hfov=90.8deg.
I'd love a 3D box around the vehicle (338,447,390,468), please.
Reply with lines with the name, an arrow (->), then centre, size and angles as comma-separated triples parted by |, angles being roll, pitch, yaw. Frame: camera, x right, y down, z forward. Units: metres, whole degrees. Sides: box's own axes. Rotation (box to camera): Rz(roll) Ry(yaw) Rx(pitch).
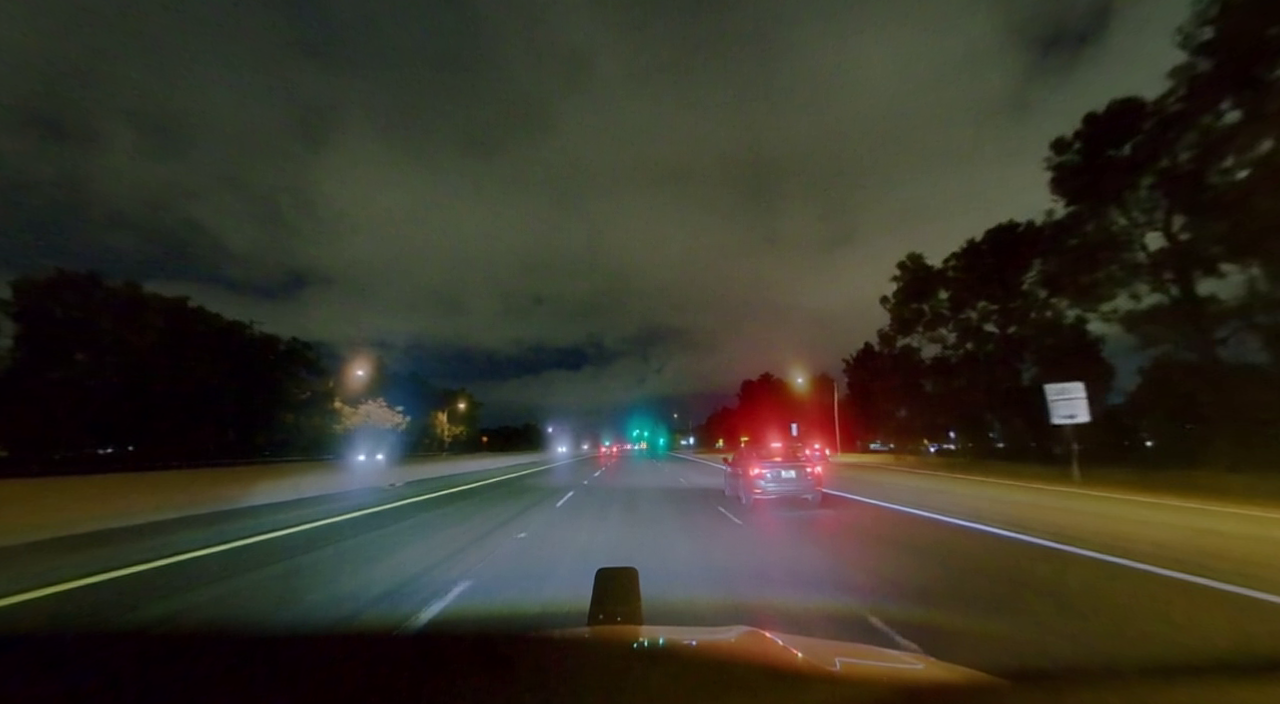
vehicle -> -21.485, 8.199, 49.364 | 1.946, 1.512, 4.747 | 0, -9, 0
